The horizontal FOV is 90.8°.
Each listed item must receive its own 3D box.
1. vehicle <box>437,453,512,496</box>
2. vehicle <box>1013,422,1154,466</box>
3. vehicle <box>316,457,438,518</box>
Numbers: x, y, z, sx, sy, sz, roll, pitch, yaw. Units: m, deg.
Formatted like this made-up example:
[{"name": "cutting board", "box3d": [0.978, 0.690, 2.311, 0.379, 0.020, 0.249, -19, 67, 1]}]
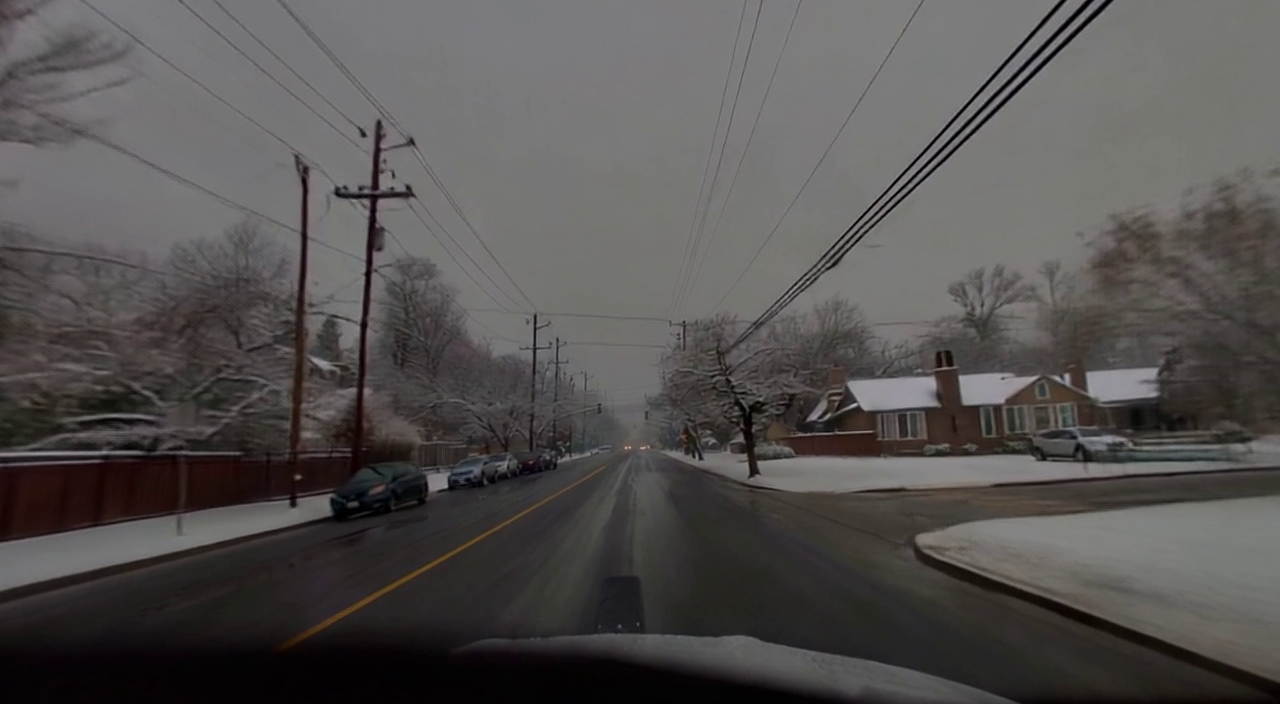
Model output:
[{"name": "vehicle", "box3d": [-7.390, 5.489, 28.682, 1.839, 1.494, 4.757, -9, -9, 2]}, {"name": "vehicle", "box3d": [17.351, 3.655, 25.152, 1.883, 1.498, 5.152, -2, -8, 0]}, {"name": "vehicle", "box3d": [-7.558, 3.892, 18.602, 1.949, 1.512, 3.818, 0, -9, -1]}]
